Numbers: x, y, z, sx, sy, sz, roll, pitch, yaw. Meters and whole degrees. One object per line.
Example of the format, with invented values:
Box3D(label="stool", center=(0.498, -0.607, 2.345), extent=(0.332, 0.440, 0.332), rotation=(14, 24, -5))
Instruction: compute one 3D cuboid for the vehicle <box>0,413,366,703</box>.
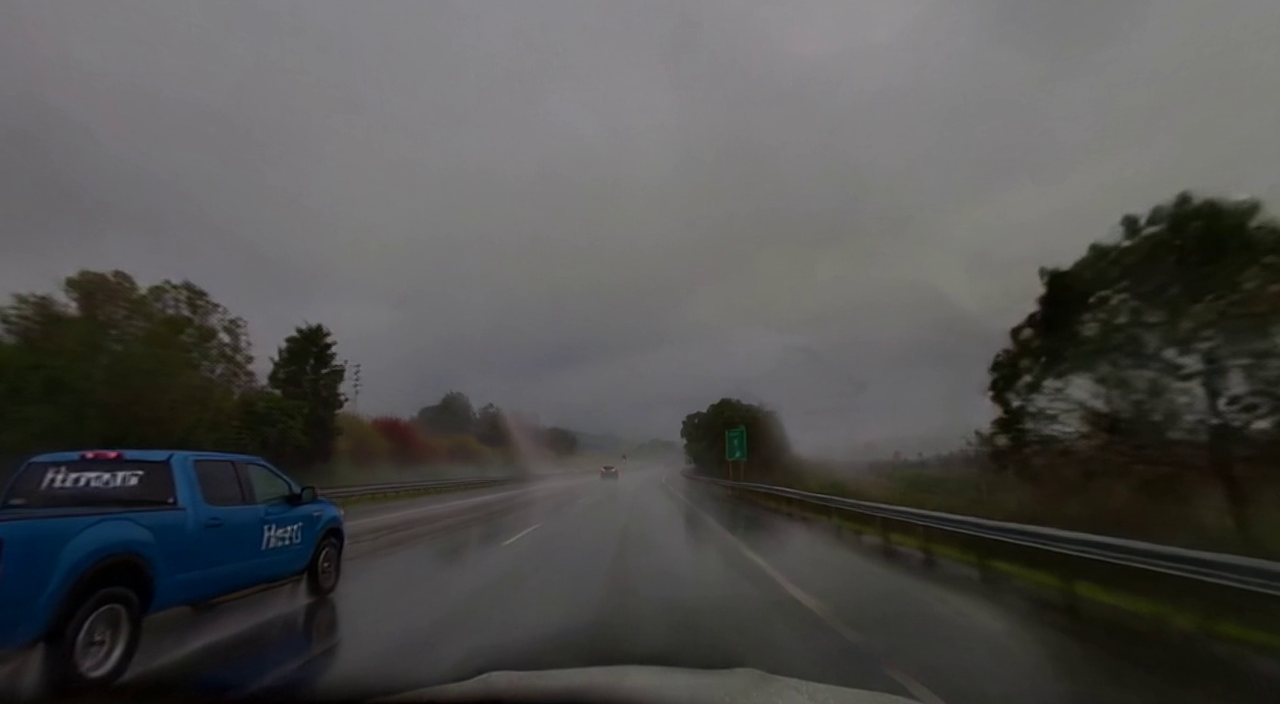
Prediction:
Box3D(label="vehicle", center=(-4.045, 1.272, 4.213), extent=(2.135, 1.506, 5.041), rotation=(1, -10, 0))
